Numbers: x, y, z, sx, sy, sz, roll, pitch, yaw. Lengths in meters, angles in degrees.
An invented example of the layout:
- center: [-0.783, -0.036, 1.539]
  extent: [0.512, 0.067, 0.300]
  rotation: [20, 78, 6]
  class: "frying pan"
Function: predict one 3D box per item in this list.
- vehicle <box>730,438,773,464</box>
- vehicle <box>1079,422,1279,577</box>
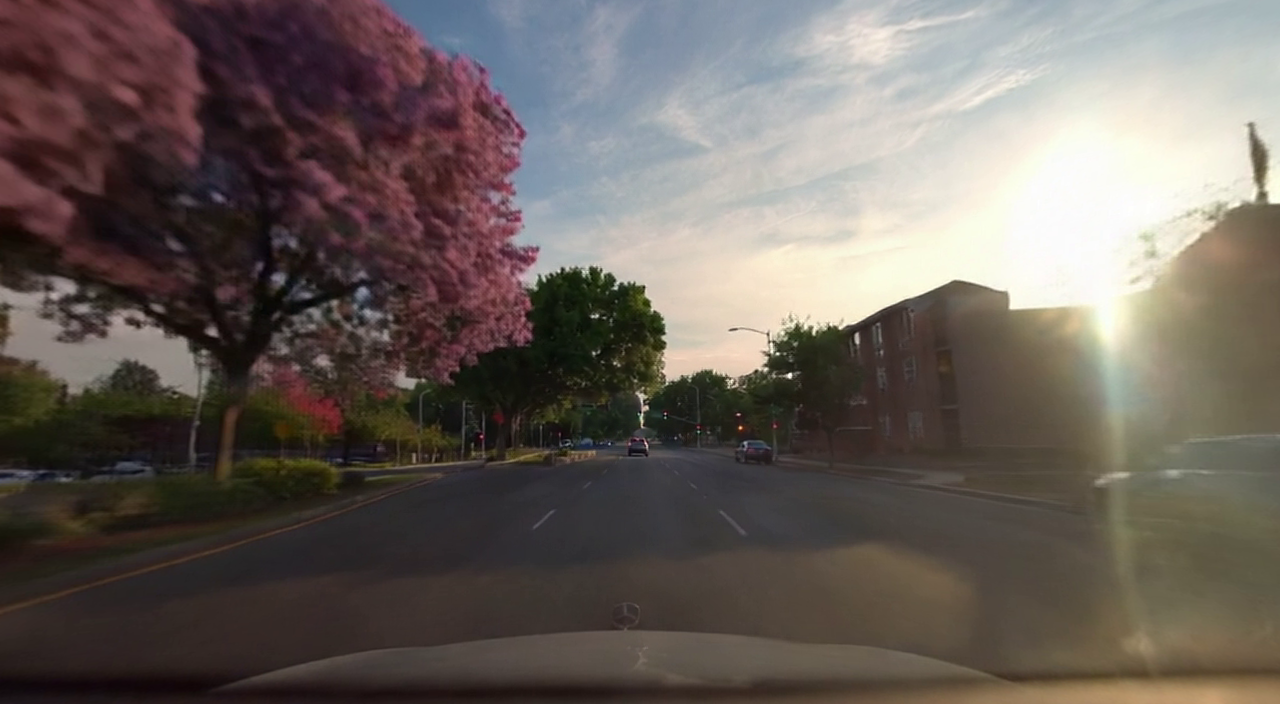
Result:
- center: [7.176, 6.421, 41.198]
  extent: [1.933, 1.580, 4.162]
  rotation: [0, -8, -1]
  class: "vehicle"
- center: [7.068, 1.465, 6.462]
  extent: [2.032, 1.449, 4.413]
  rotation: [0, -8, 1]
  class: "vehicle"
